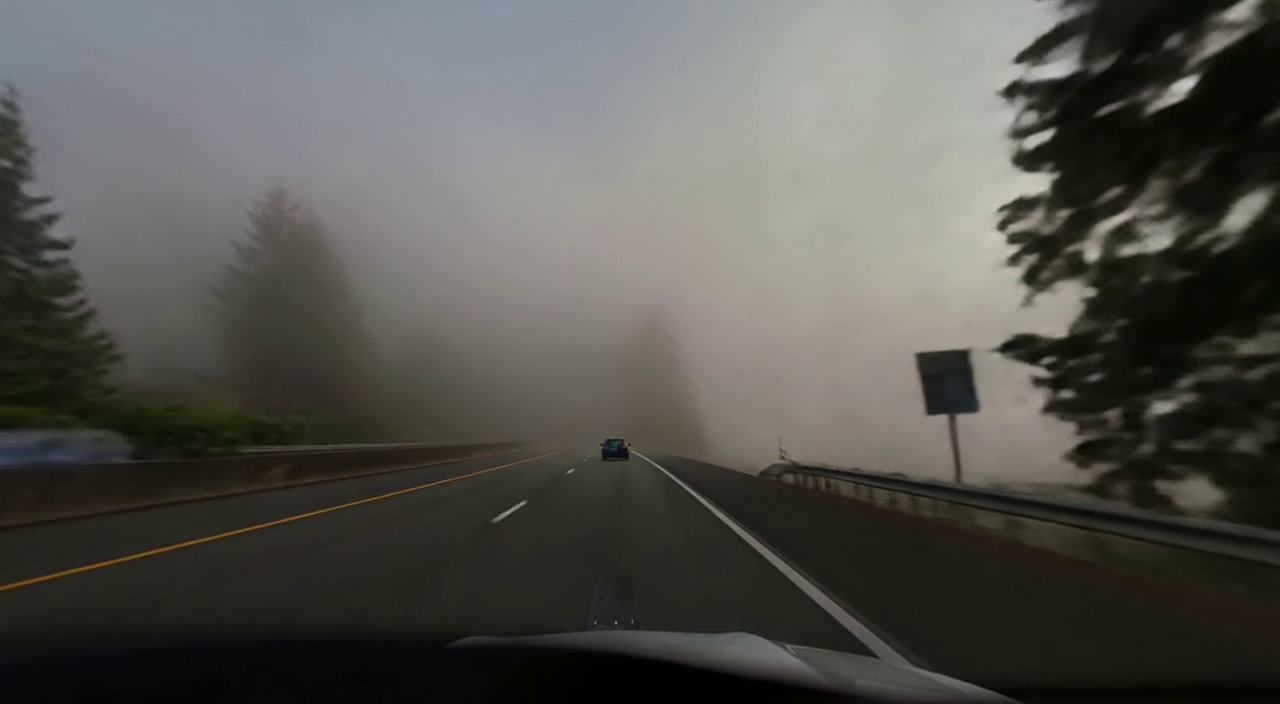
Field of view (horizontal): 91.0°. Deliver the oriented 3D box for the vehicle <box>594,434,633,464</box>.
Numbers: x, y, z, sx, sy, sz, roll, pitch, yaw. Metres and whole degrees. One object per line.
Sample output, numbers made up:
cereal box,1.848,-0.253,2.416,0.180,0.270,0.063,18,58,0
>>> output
vehicle,-1.408,5.313,34.602,2.004,1.515,3.968,0,-8,-1
